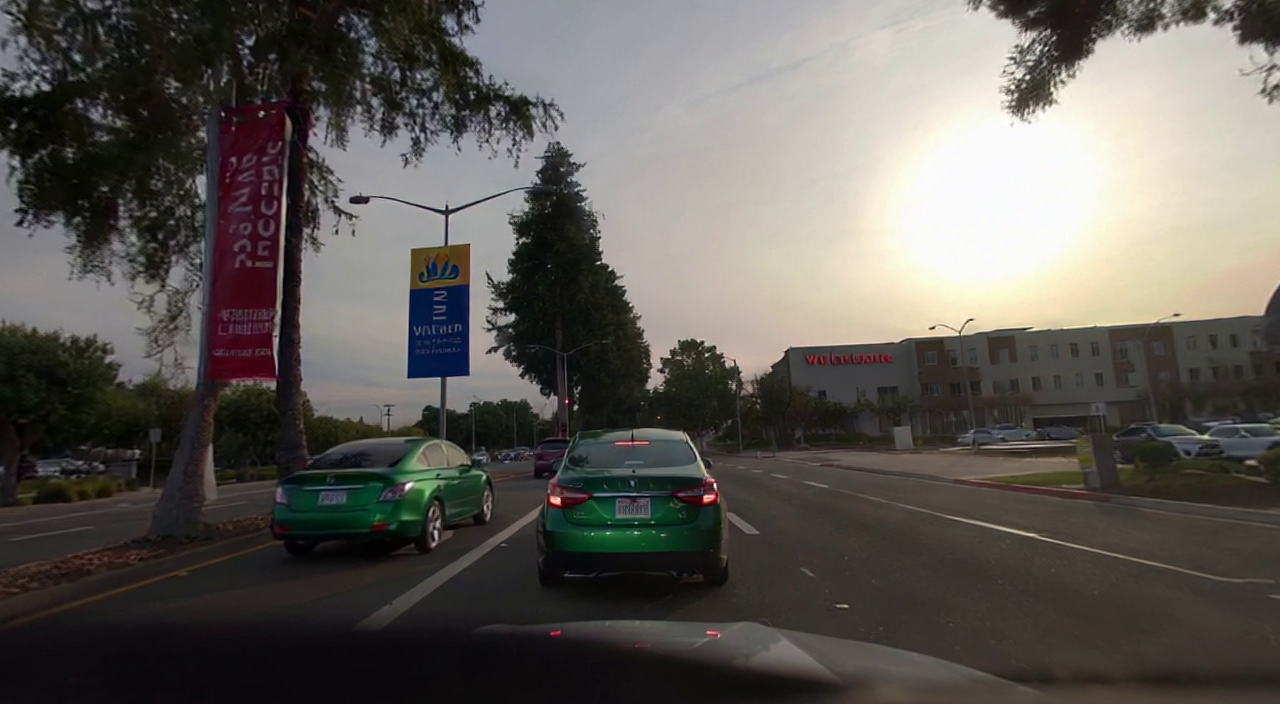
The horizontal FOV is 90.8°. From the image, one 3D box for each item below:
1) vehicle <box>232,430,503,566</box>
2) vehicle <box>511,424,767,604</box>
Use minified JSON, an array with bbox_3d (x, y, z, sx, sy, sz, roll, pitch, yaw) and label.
[{"bbox_3d":[-3.504,1.950,9.265,1.961,1.487,4.453,0,-8,0],"label":"vehicle"},{"bbox_3d":[-0.061,1.641,7.308,2.126,1.475,3.967,0,-8,-2],"label":"vehicle"}]
